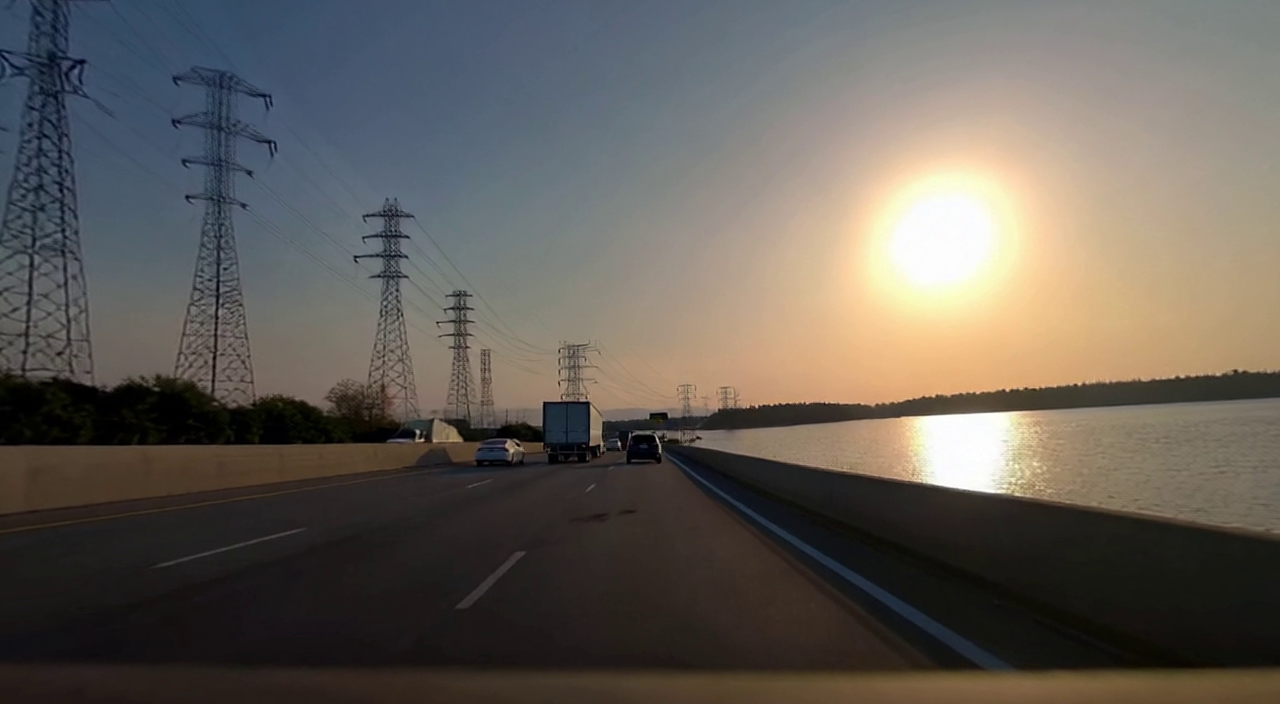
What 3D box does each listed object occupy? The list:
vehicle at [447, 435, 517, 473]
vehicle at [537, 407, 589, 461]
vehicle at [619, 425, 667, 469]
[{"bbox_3d":[-7.064,4.621,28.760,2.004,1.545,4.513,0,-9,1],"label":"vehicle"},{"bbox_3d":[-3.726,4.013,30.905,2.178,2.522,2.054,0,-9,1],"label":"vehicle"},{"bbox_3d":[0.159,5.065,33.760,2.358,2.144,4.713,0,-9,0],"label":"vehicle"}]
